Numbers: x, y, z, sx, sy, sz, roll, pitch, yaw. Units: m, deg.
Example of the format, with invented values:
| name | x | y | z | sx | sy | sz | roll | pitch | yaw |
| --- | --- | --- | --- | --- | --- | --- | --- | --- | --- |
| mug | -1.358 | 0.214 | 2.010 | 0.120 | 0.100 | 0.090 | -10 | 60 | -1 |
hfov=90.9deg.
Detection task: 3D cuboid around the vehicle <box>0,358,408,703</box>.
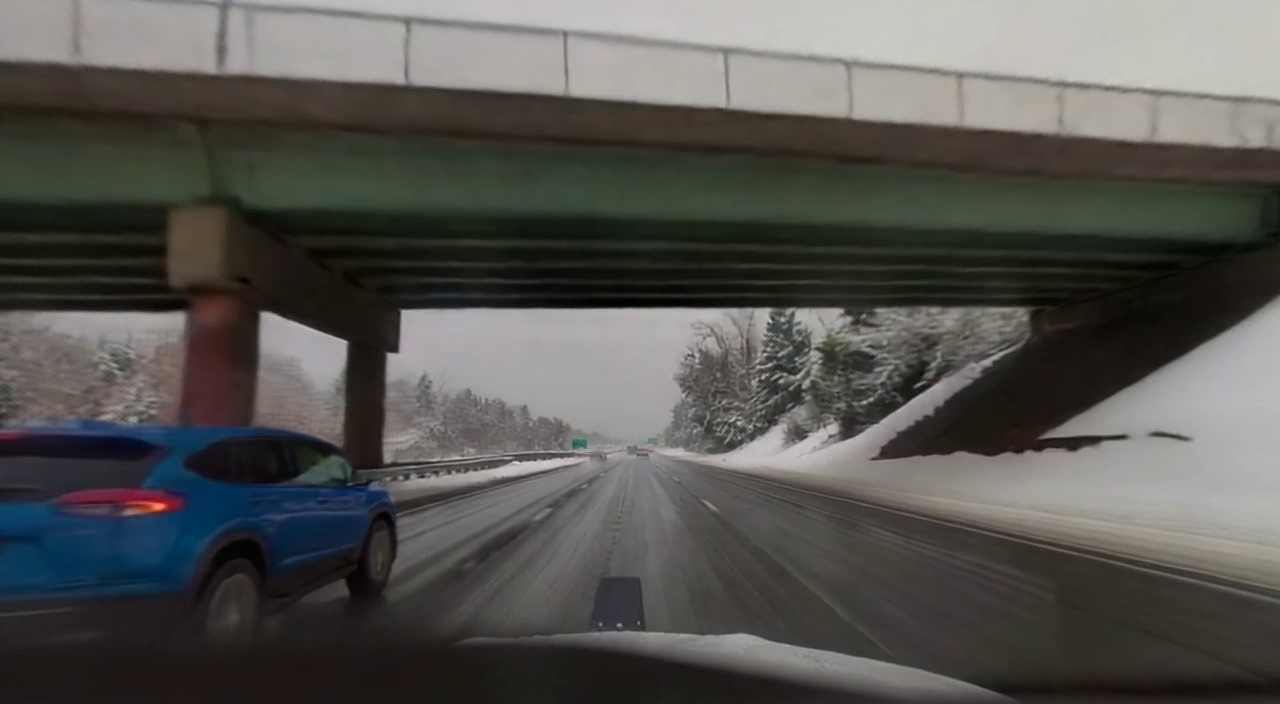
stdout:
| name | x | y | z | sx | sy | sz | roll | pitch | yaw |
| --- | --- | --- | --- | --- | --- | --- | --- | --- | --- |
| vehicle | -3.432 | 1.080 | 3.716 | 2.274 | 1.628 | 4.807 | 0 | -9 | 0 |
